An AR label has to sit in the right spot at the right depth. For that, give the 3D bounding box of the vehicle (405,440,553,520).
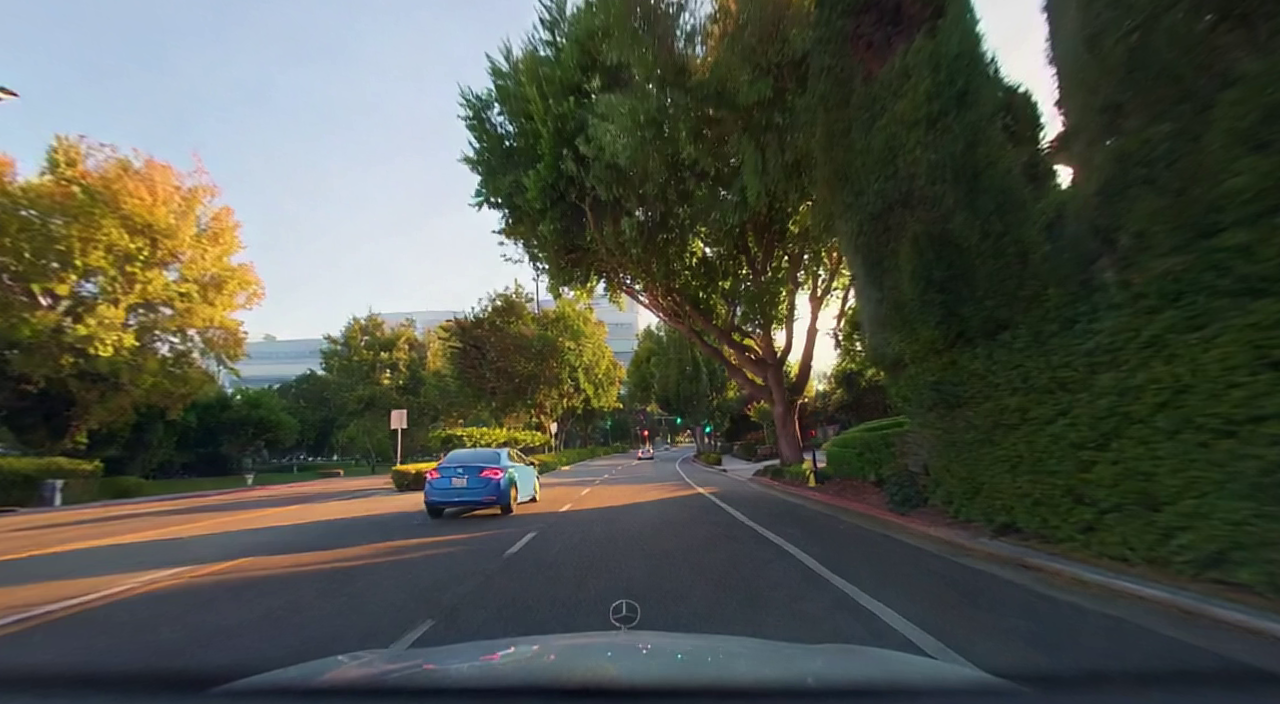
[{"bbox_3d":[-3.370,2.782,14.322,2.038,1.486,4.678,0,-9,1],"label":"vehicle"}]
